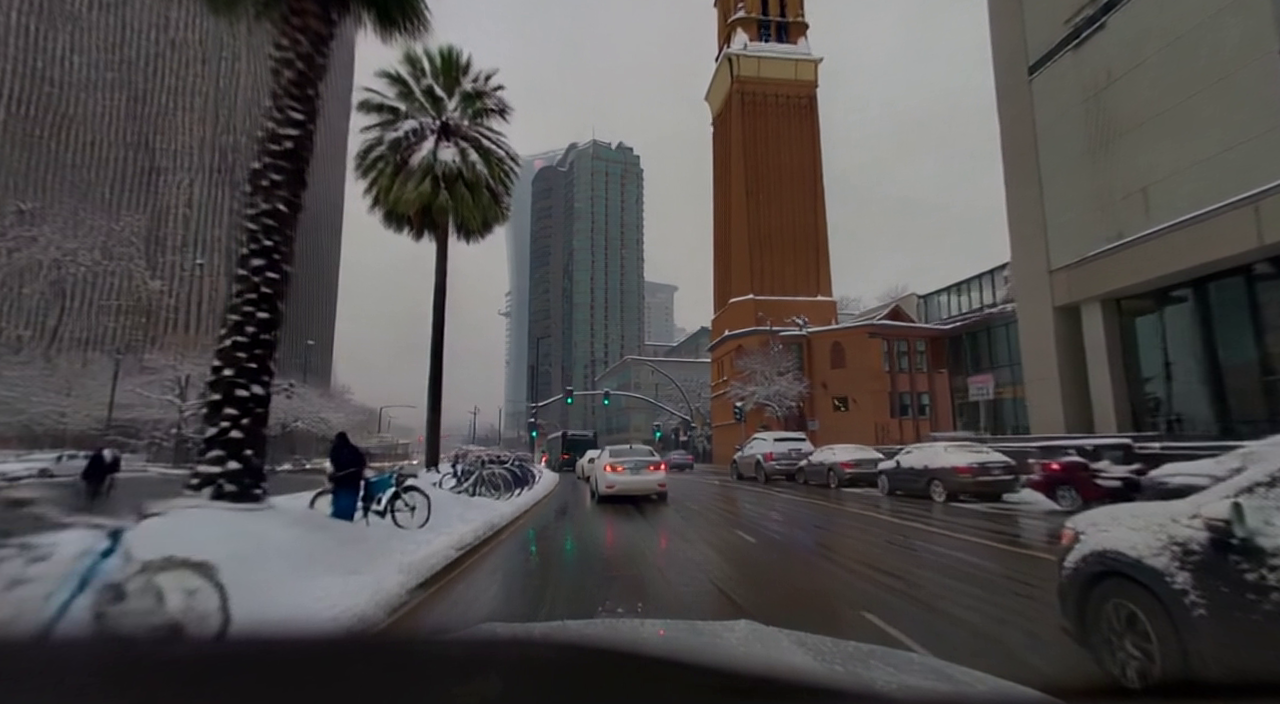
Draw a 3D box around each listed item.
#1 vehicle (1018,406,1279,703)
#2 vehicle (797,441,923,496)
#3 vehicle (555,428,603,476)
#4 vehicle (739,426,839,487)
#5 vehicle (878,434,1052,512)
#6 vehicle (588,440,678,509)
[{"bbox_3d":[3.560,0.843,1.639,2.116,1.500,4.702,0,-9,-2],"label":"vehicle"},{"bbox_3d":[7.319,3.911,21.694,1.945,1.623,5.013,1,-9,-8],"label":"vehicle"},{"bbox_3d":[-4.055,6.426,40.757,2.400,2.872,6.053,2,-9,-12],"label":"vehicle"},{"bbox_3d":[6.475,4.621,28.296,2.377,2.429,5.532,1,-9,-9],"label":"vehicle"},{"bbox_3d":[7.976,2.985,16.059,1.860,1.684,4.211,1,-9,-5],"label":"vehicle"},{"bbox_3d":[-0.317,3.189,16.959,2.111,1.605,3.832,1,-9,-5],"label":"vehicle"}]
